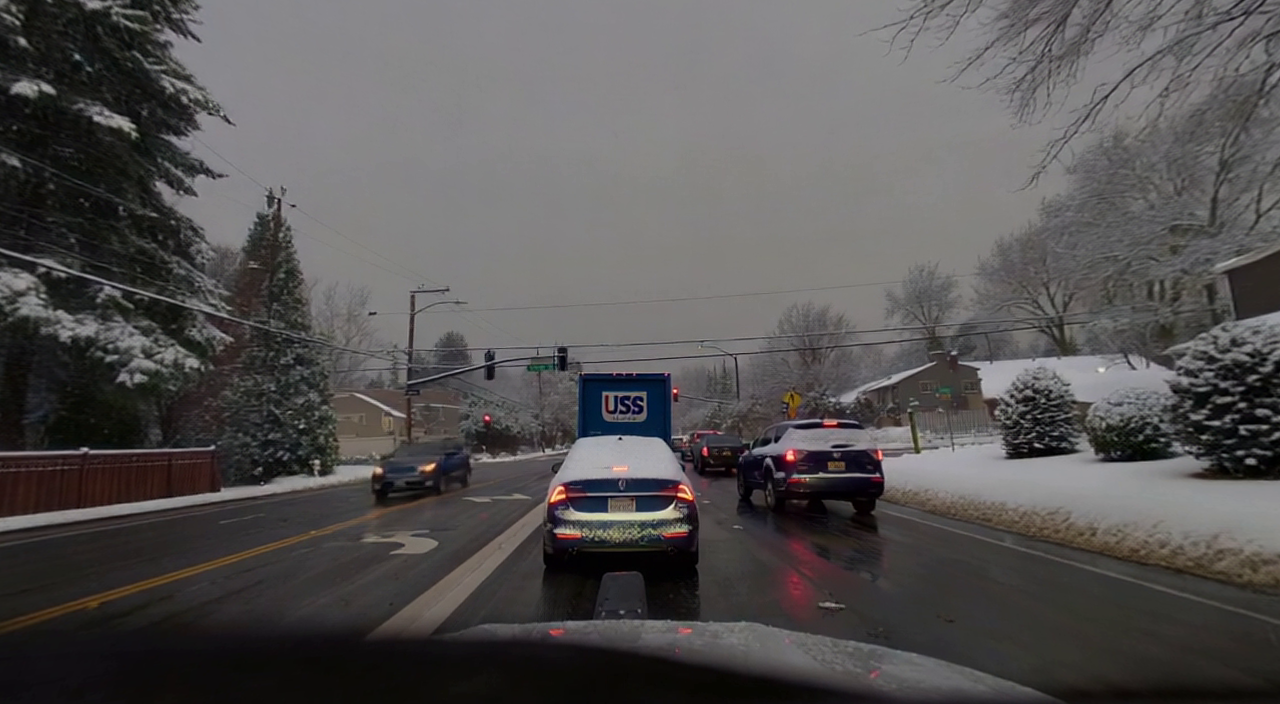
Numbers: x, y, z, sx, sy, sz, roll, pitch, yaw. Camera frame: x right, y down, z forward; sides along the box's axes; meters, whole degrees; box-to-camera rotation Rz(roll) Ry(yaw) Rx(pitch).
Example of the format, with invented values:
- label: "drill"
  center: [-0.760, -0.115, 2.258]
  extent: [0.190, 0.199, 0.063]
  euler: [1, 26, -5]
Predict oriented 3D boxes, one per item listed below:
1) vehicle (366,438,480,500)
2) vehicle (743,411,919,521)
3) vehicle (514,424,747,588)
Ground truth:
- label: "vehicle"
  center: [-6.355, 3.457, 19.078]
  extent: [1.962, 1.640, 4.161]
  euler: [0, -8, 0]
- label: "vehicle"
  center: [3.600, 2.260, 12.985]
  extent: [2.145, 1.847, 4.524]
  euler: [0, -8, -1]
- label: "vehicle"
  center: [-0.139, 1.730, 7.978]
  extent: [2.135, 1.483, 4.207]
  euler: [0, -8, -2]
